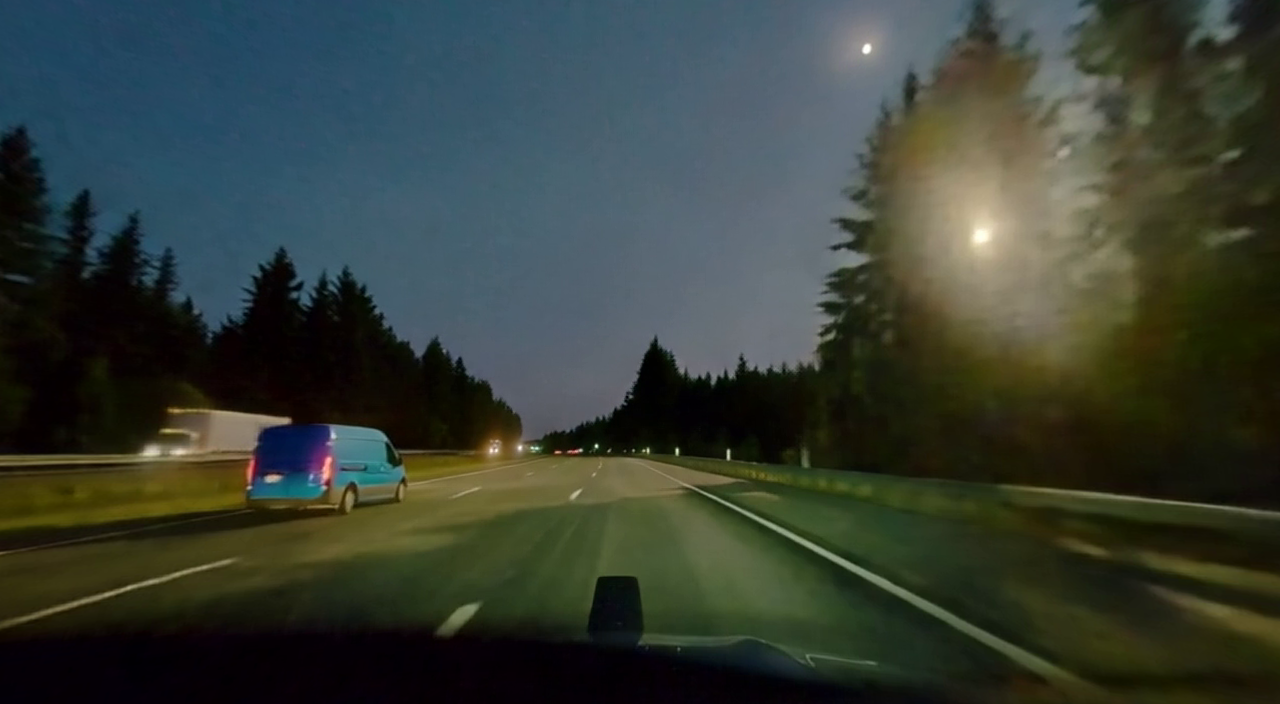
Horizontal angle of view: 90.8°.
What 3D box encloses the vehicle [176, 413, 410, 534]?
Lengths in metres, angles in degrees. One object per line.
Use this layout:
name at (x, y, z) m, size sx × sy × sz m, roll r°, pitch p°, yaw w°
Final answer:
vehicle at (-6.862, 2.466, 13.348) m, size 2.197 × 2.038 × 4.919 m, roll 0°, pitch -9°, yaw -1°
